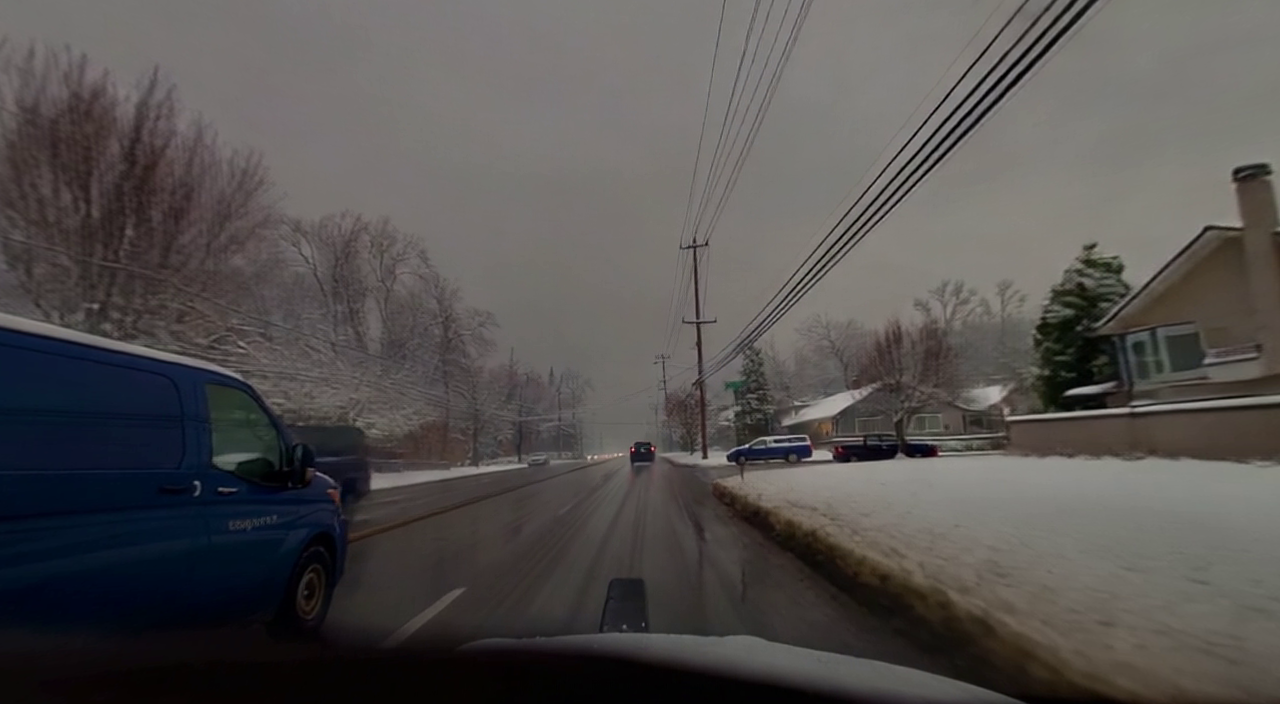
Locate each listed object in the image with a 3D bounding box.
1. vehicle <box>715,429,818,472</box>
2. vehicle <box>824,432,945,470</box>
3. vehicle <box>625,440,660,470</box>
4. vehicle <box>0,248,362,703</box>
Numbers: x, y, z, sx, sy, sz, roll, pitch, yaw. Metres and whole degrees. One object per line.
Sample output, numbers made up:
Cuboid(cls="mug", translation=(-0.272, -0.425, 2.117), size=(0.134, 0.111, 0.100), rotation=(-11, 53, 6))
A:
Cuboid(cls="vehicle", translation=(6.791, 5.264, 33.660), size=(5.012, 1.711, 2.457), rotation=(-8, -9, 14))
Cuboid(cls="vehicle", translation=(10.261, 4.179, 26.726), size=(4.295, 1.505, 1.918), rotation=(0, -8, 1))
Cuboid(cls="vehicle", translation=(0.176, 6.391, 39.234), size=(2.120, 1.718, 3.909), rotation=(0, -9, 1))
Cuboid(cls="vehicle", translation=(-3.568, 0.694, 2.328), size=(2.336, 2.152, 5.866), rotation=(0, -9, 1))
